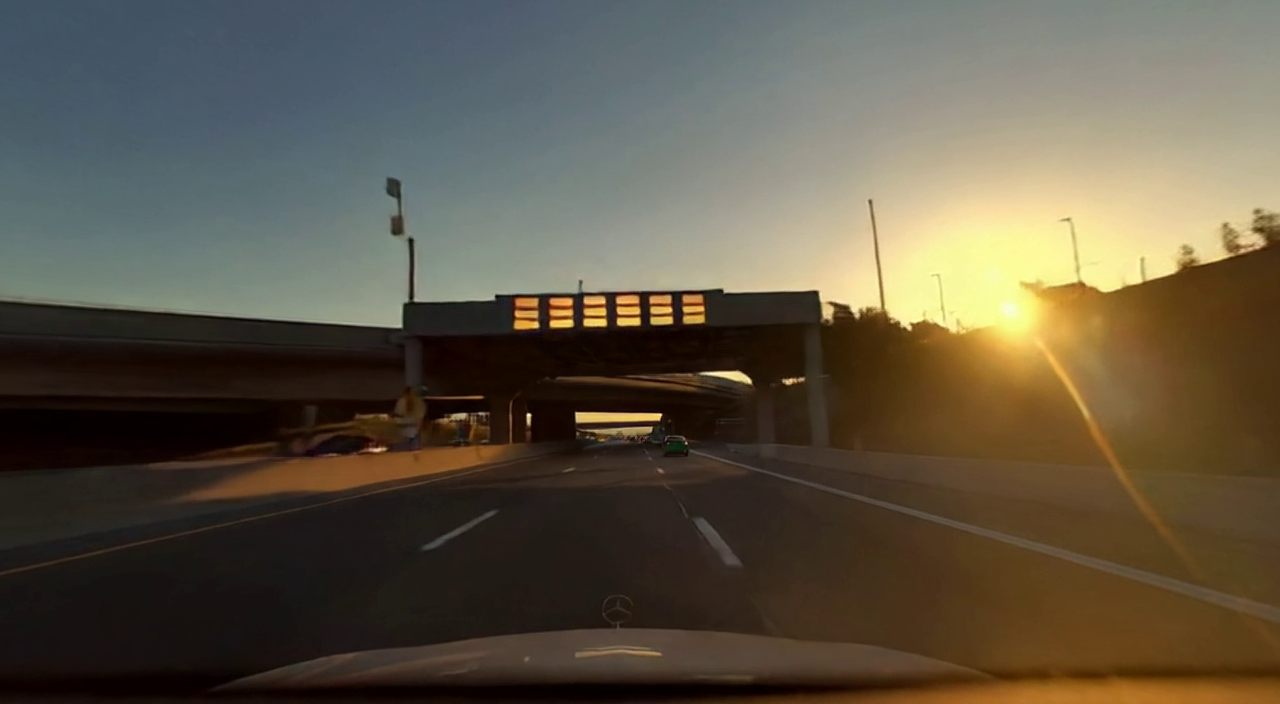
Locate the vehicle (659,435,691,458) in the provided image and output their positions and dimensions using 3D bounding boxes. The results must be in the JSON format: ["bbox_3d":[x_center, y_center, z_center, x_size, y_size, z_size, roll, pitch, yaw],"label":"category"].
[{"bbox_3d":[2.331,6.373,42.685,1.946,1.481,3.969,0,-8,0],"label":"vehicle"}]

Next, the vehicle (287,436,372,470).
[{"bbox_3d":[-16.212,5.260,33.108,1.988,1.629,4.622,0,-8,2],"label":"vehicle"}]
